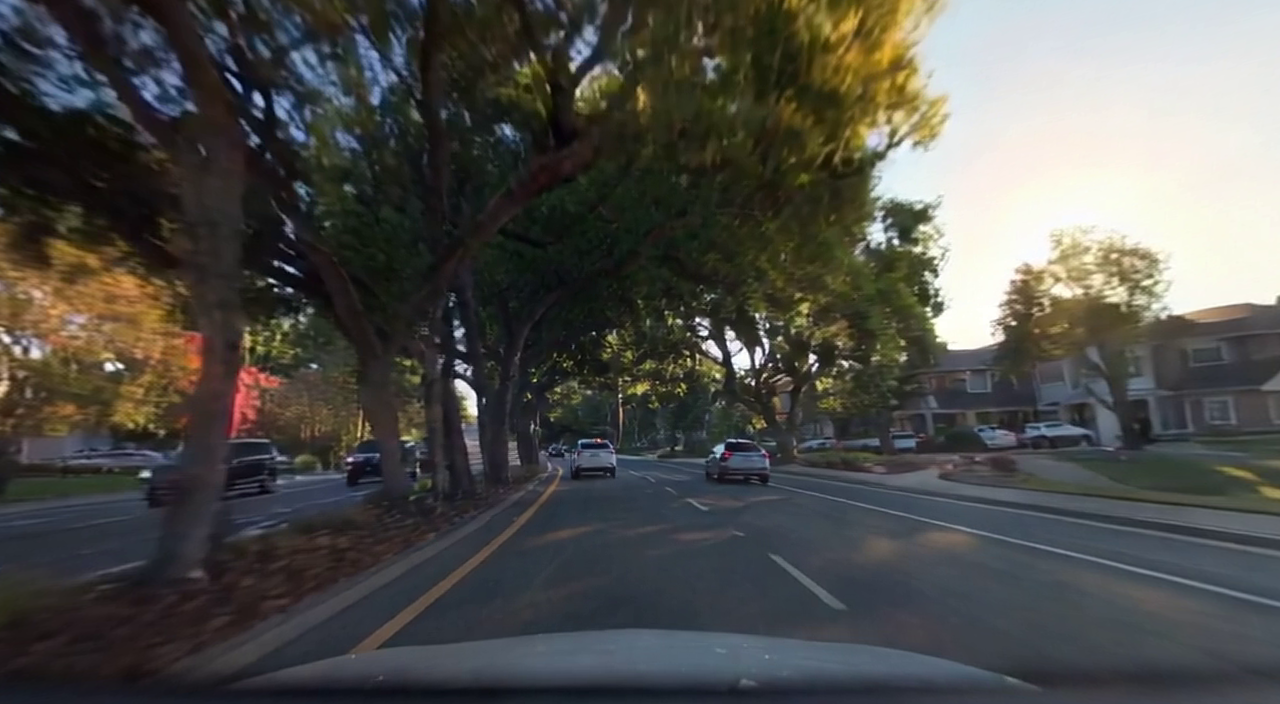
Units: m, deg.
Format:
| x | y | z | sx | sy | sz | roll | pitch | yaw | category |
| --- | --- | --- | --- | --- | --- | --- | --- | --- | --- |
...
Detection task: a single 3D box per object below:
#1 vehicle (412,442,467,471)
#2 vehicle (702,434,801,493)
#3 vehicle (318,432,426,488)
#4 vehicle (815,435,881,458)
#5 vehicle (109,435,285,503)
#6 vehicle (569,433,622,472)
| x | y | z | sx | sy | sz | roll | pitch | yaw | category |
| --- | --- | --- | --- | --- | --- | --- | --- | --- | --- |
| -11.682 | 6.144 | 36.837 | 2.002 | 1.550 | 4.444 | 1 | -10 | -4 | vehicle |
| 3.078 | 3.192 | 18.369 | 1.915 | 1.495 | 4.880 | 0 | -9 | -1 | vehicle |
| -9.519 | 3.857 | 22.808 | 2.211 | 1.801 | 4.894 | 1 | -9 | -6 | vehicle |
| 16.259 | 7.379 | 49.122 | 4.528 | 1.707 | 2.172 | 4 | -9 | -24 | vehicle |
| -13.478 | 3.561 | 19.617 | 2.288 | 1.842 | 4.837 | 1 | -9 | -5 | vehicle |
| -2.317 | 5.043 | 31.734 | 2.165 | 1.783 | 4.391 | 2 | -9 | -10 | vehicle |
